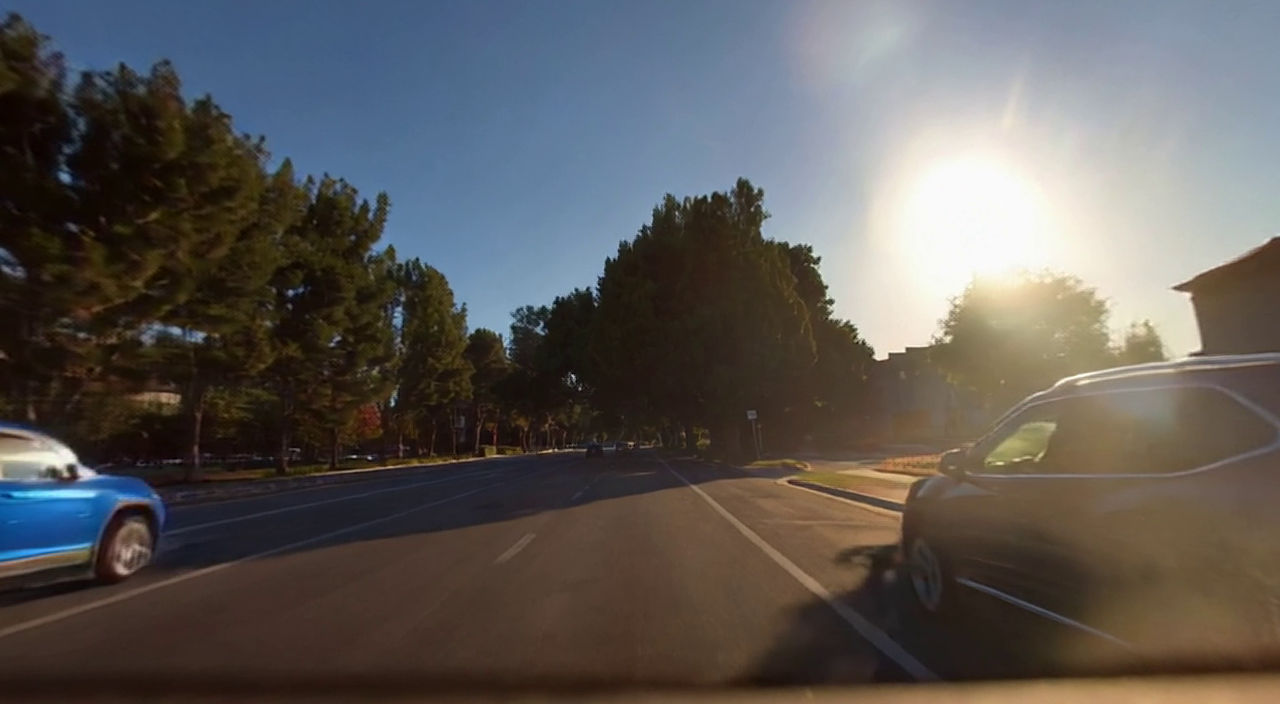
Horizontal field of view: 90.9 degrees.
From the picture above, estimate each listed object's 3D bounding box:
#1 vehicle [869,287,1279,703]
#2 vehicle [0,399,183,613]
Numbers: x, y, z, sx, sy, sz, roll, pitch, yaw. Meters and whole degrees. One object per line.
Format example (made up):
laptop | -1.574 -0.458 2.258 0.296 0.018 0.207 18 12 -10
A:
vehicle | 2.912 0.831 2.740 2.047 1.768 4.607 0 -9 0
vehicle | -6.139 1.165 4.561 2.069 1.690 4.837 0 -9 -1
